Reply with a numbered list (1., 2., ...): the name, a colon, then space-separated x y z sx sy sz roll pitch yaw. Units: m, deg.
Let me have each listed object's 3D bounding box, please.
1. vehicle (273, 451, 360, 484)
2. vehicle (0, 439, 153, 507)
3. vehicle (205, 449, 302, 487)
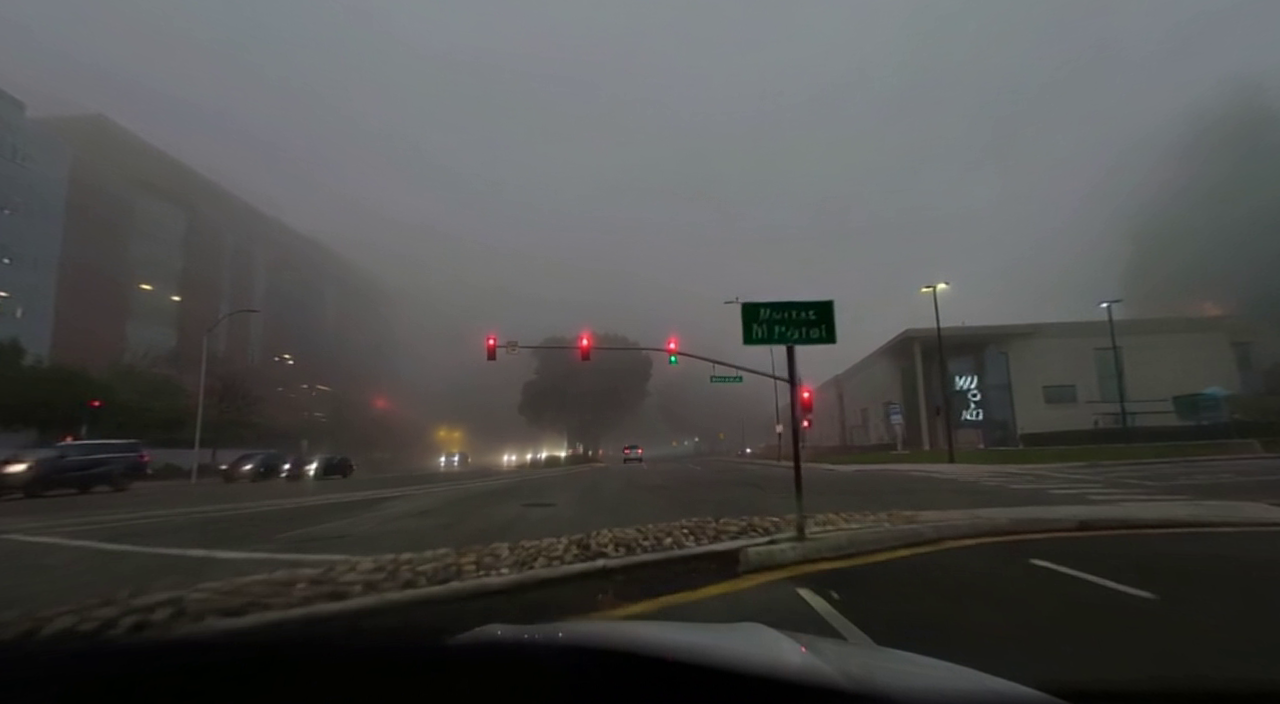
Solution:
1. vehicle: -16.368 5.829 32.297 1.922 1.448 4.702 -2 -8 1
2. vehicle: -19.910 4.012 21.424 2.380 1.963 5.458 -2 -8 1
3. vehicle: -19.703 5.897 32.473 2.093 1.654 4.601 -3 -8 0
